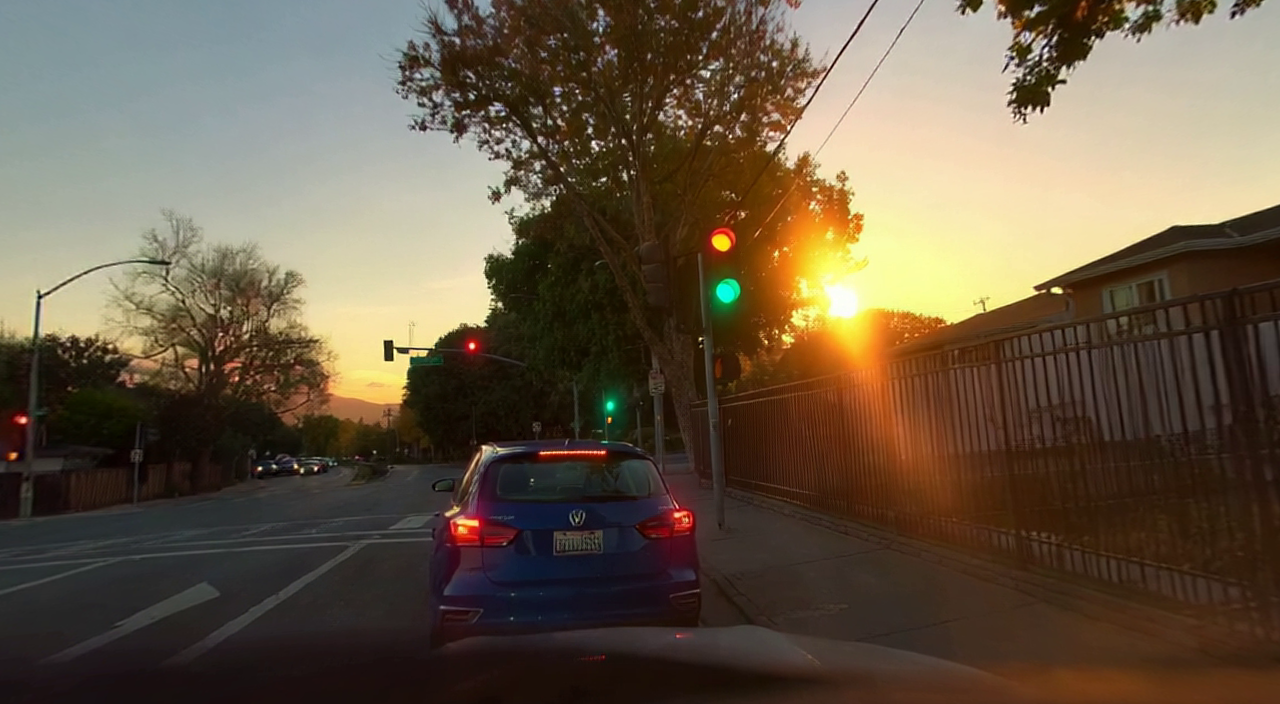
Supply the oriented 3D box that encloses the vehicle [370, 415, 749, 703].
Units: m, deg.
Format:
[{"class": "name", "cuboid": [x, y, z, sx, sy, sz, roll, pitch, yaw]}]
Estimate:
[{"class": "vehicle", "cuboid": [-0.678, 1.377, 5.315, 2.024, 1.502, 3.702, 1, -9, -9]}]
